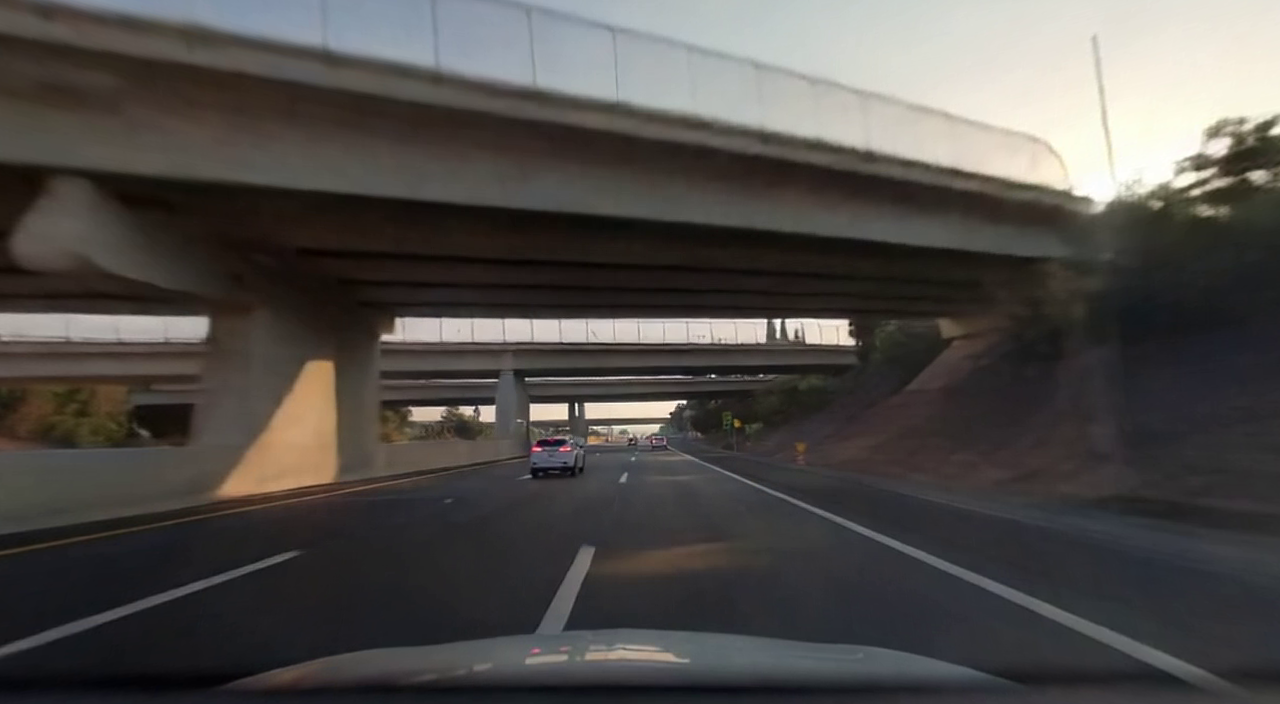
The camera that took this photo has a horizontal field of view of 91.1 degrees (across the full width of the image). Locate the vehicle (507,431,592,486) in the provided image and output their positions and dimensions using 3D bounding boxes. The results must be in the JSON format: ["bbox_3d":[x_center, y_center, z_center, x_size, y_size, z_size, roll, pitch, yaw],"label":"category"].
[{"bbox_3d":[-2.796,3.379,20.434,2.039,1.589,4.324,0,-8,1],"label":"vehicle"}]
